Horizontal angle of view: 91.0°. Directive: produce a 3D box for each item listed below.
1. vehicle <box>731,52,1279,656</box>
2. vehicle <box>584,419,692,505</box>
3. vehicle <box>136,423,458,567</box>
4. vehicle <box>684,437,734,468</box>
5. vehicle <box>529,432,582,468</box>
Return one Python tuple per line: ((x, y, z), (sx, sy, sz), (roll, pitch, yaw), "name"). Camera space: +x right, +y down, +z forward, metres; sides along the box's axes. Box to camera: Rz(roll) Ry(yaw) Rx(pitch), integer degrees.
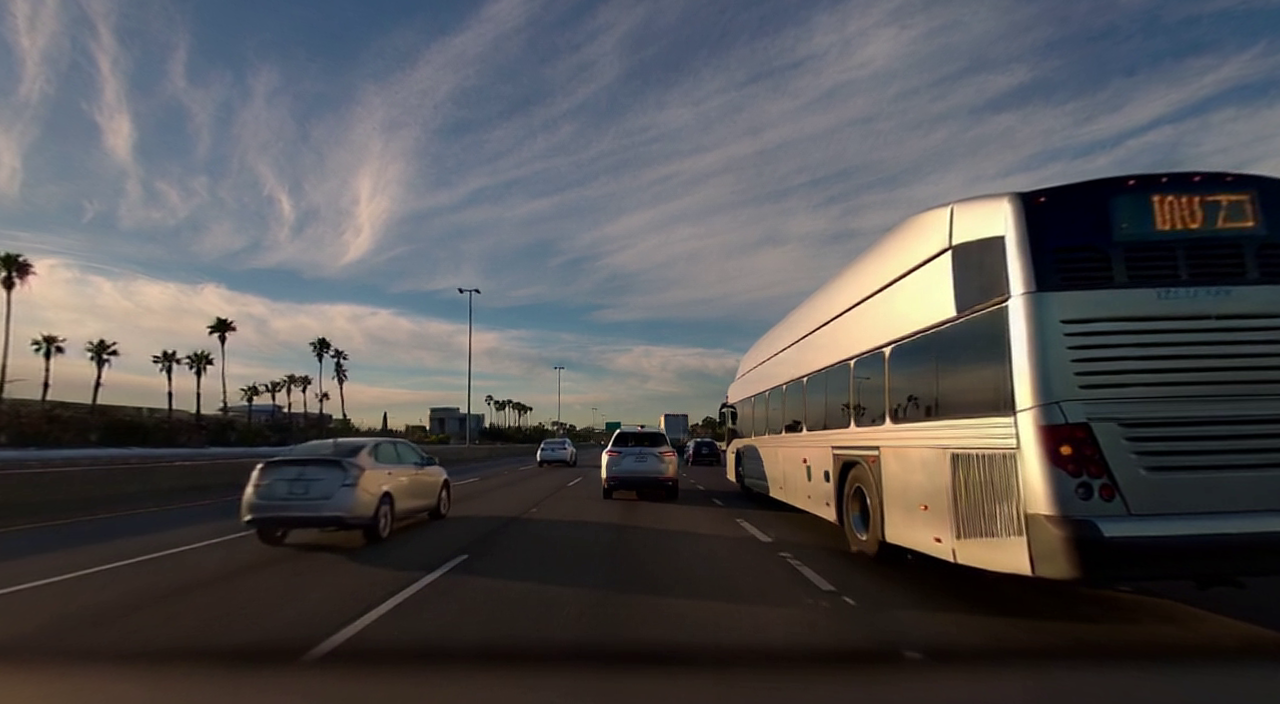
((4.007, 0.964, 10.804), (3.020, 3.622, 14.302), (0, -9, 1), "vehicle")
((-0.009, 2.640, 15.454), (2.268, 1.796, 4.280), (0, -9, 1), "vehicle")
((-4.386, 1.901, 9.185), (2.040, 1.536, 4.680), (0, -9, 0), "vehicle")
((3.561, 5.326, 33.392), (2.039, 1.516, 4.521), (0, -9, -2), "vehicle")
((-4.475, 5.279, 33.958), (2.100, 1.765, 4.743), (0, -9, 1), "vehicle")
